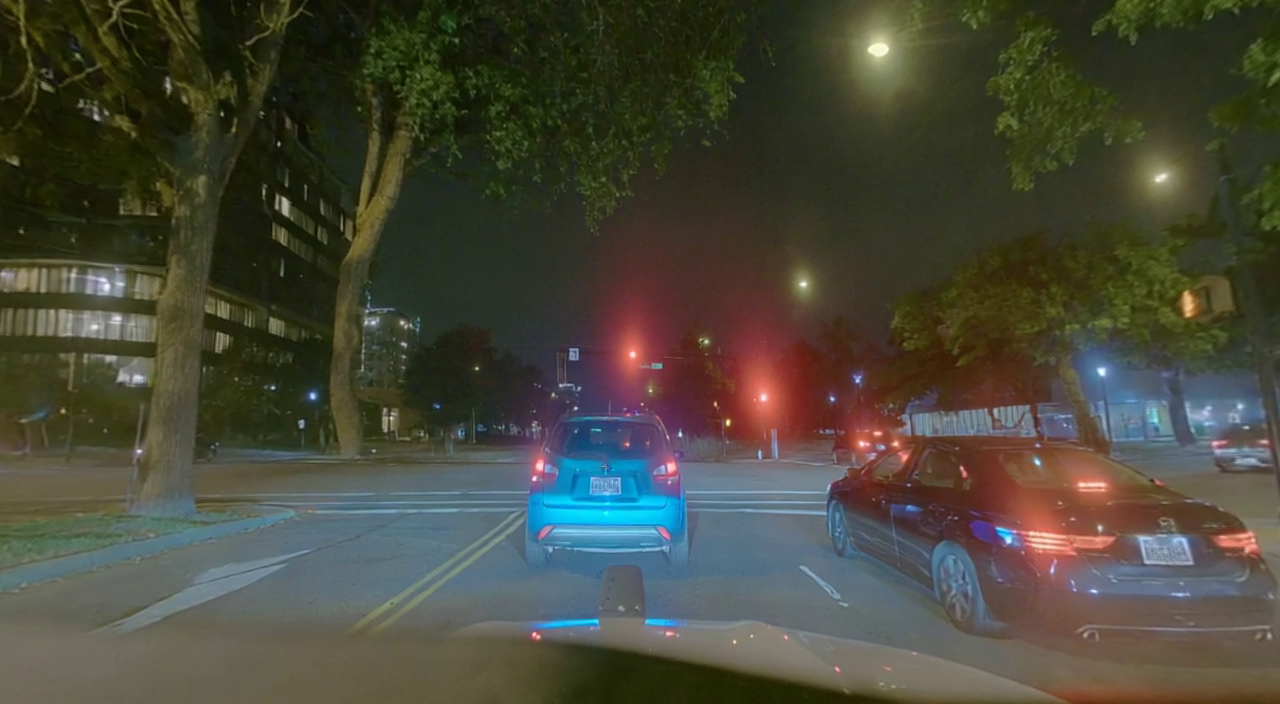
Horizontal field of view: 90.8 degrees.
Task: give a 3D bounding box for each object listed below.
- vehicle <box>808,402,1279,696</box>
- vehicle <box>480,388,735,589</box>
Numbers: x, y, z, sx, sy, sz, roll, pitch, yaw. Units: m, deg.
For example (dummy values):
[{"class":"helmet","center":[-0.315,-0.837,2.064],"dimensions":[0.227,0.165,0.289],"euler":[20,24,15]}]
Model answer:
[{"class":"vehicle","center":[3.164,1.400,5.762],"dimensions":[1.932,1.562,4.629],"euler":[0,-9,-1]},{"class":"vehicle","center":[-0.343,1.522,7.783],"dimensions":[2.247,1.760,4.231],"euler":[0,-9,-2]}]
